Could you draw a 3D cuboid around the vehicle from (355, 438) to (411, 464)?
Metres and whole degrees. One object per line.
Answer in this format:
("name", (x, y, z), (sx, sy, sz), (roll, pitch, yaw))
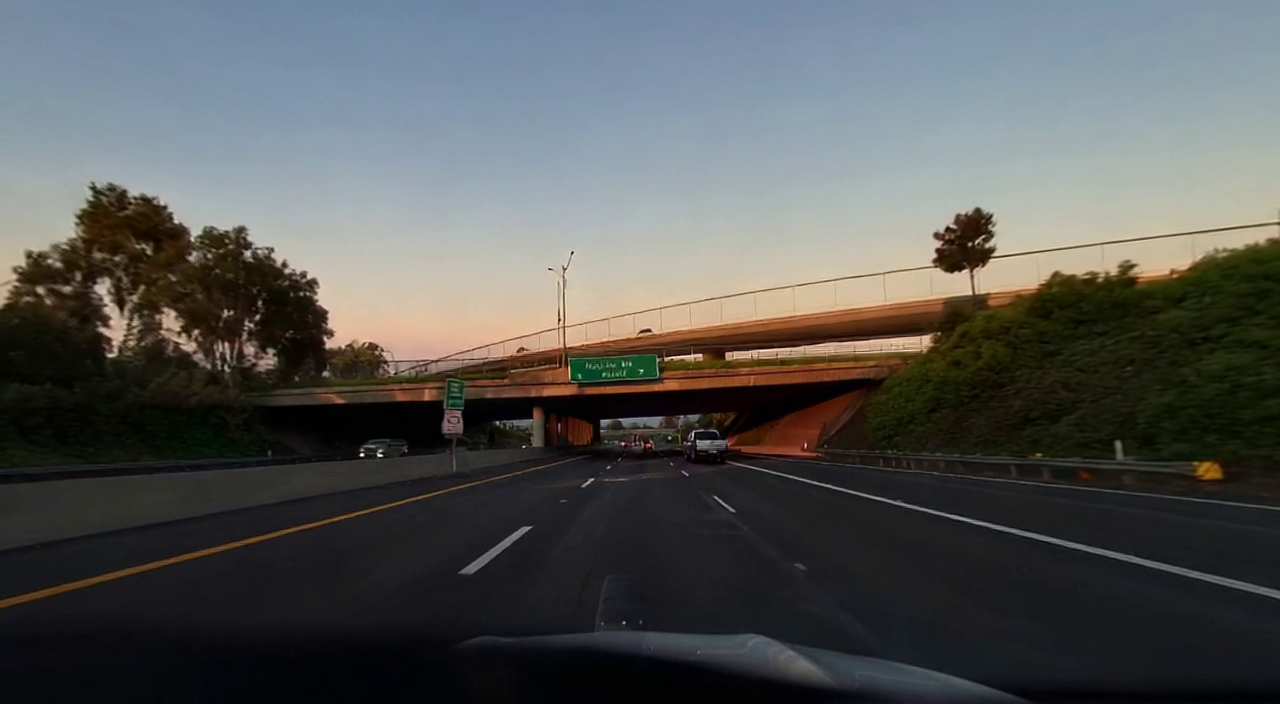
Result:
("vehicle", (-19.349, 7.477, 47.771), (2.113, 1.797, 4.867), (0, -8, 1))

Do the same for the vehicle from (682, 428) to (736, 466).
("vehicle", (3.938, 5.597, 37.161), (2.505, 2.020, 5.532), (0, -8, 0))
